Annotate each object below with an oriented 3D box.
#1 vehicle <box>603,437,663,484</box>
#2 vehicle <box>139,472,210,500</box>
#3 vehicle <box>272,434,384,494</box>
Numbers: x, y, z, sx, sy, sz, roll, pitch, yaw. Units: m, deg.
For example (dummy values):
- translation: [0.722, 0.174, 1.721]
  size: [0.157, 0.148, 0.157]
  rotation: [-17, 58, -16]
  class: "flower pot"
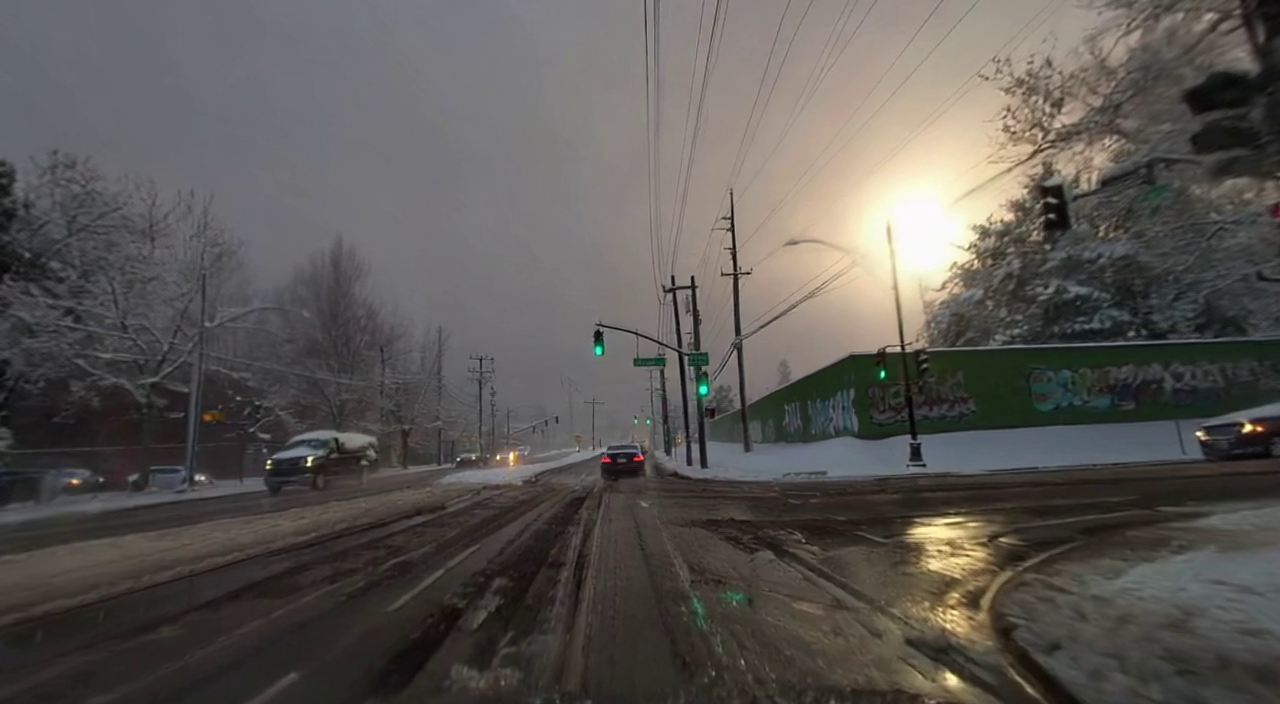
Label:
- translation: [-0.276, 4.091, 24.117]
  size: [2.105, 1.611, 3.750]
  rotation: [0, -8, -1]
  class: "vehicle"
- translation: [-29.877, 8.592, 40.695]
  size: [1.627, 1.383, 3.731]
  rotation: [-5, -8, 4]
  class: "vehicle"
- translation: [-15.765, 5.650, 32.556]
  size: [2.356, 2.730, 6.606]
  rotation: [0, -8, 0]
  class: "vehicle"
